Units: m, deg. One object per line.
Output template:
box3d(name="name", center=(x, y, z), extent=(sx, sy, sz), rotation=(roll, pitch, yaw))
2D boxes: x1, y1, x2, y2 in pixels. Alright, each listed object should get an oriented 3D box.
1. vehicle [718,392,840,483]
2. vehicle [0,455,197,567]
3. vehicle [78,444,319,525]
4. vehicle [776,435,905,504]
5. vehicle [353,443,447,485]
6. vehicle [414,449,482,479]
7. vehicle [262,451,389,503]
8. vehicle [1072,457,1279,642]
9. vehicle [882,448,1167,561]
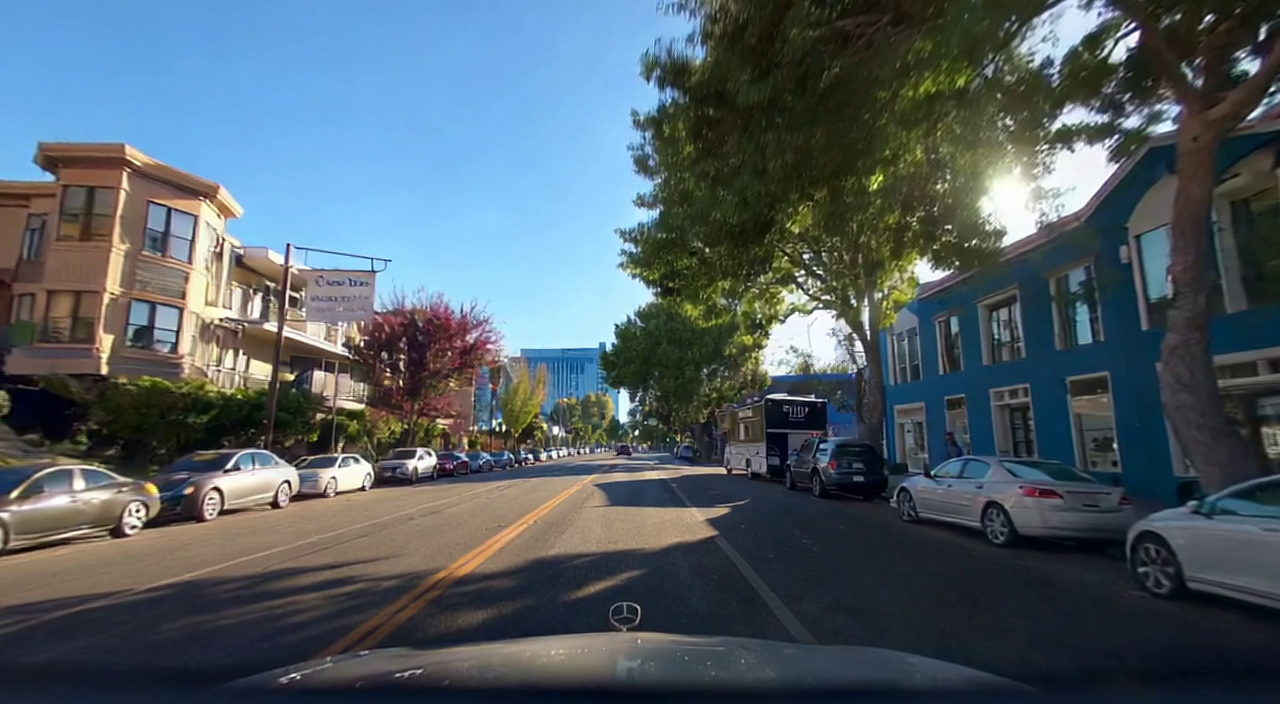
box3d(name="vehicle", center=(5.958, 4.020, 29.274), extent=(3.102, 3.473, 9.734), rotation=(0, -8, -2))
box3d(name="vehicle", center=(-9.768, 2.449, 10.273), extent=(1.842, 1.474, 4.722), rotation=(0, -8, -2))
box3d(name="vehicle", center=(-10.010, 2.998, 15.013), extent=(2.230, 1.577, 4.871), rotation=(0, -8, -1))
box3d(name="vehicle", center=(5.890, 3.513, 19.438), extent=(2.154, 1.804, 5.341), rotation=(0, -9, 0))
box3d(name="vehicle", center=(-10.094, 4.738, 27.040), extent=(2.276, 1.597, 4.421), rotation=(0, -8, 0))
box3d(name="vehicle", center=(-10.102, 5.929, 33.746), extent=(2.078, 1.427, 4.900), rotation=(0, -8, 0))
box3d(name="vehicle", center=(-10.043, 3.986, 20.624), extent=(1.802, 1.439, 4.546), rotation=(0, -8, 0))
box3d(name="vehicle", center=(6.184, 1.611, 5.054), extent=(2.001, 1.431, 4.757), rotation=(0, -9, -1))
box3d(name="vehicle", center=(6.108, 2.422, 10.894), extent=(1.939, 1.491, 4.521), rotation=(0, -9, -2))
